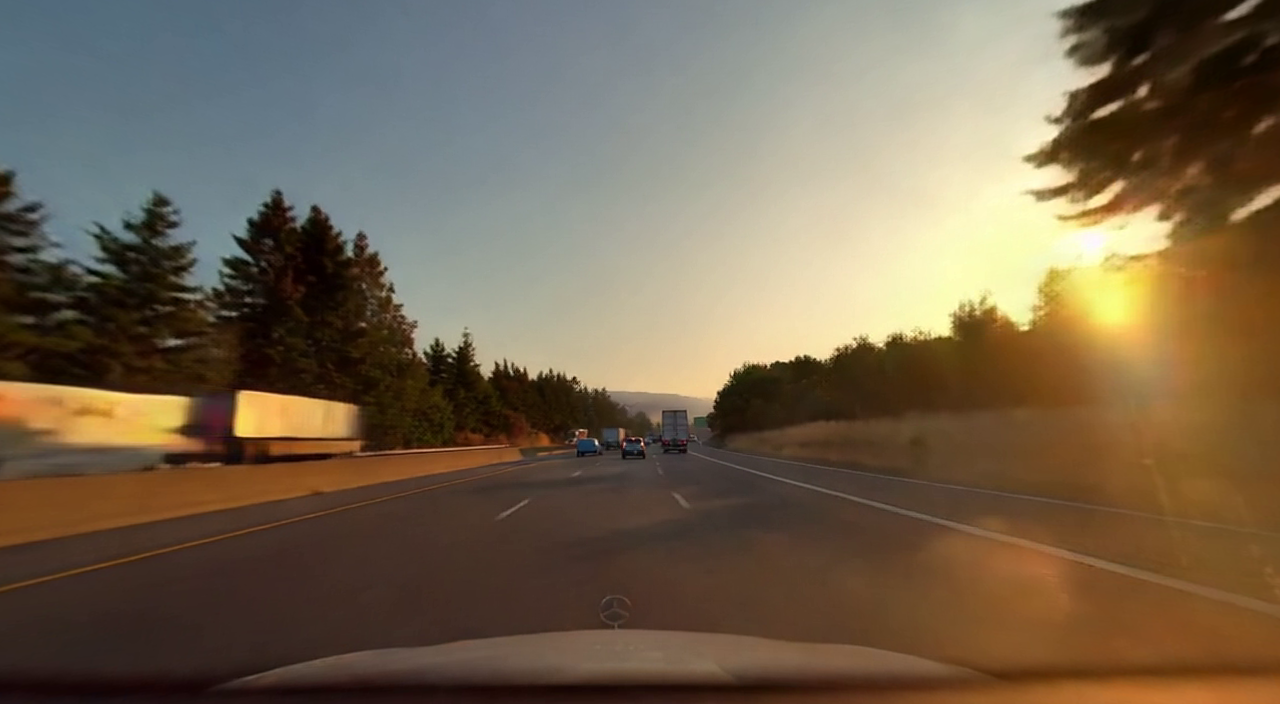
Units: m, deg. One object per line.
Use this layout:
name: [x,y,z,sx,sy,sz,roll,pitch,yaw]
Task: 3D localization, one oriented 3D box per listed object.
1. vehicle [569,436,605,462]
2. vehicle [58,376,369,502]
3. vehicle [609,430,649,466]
vehicle: [-3.700,6.866,44.680,2.047,1.757,4.183,-1,-8,1]
vehicle: [-16.281,3.710,26.732,3.029,3.854,14.437,-1,-8,1]
vehicle: [-0.620,5.580,36.737,2.211,1.933,4.315,-1,-8,-1]
